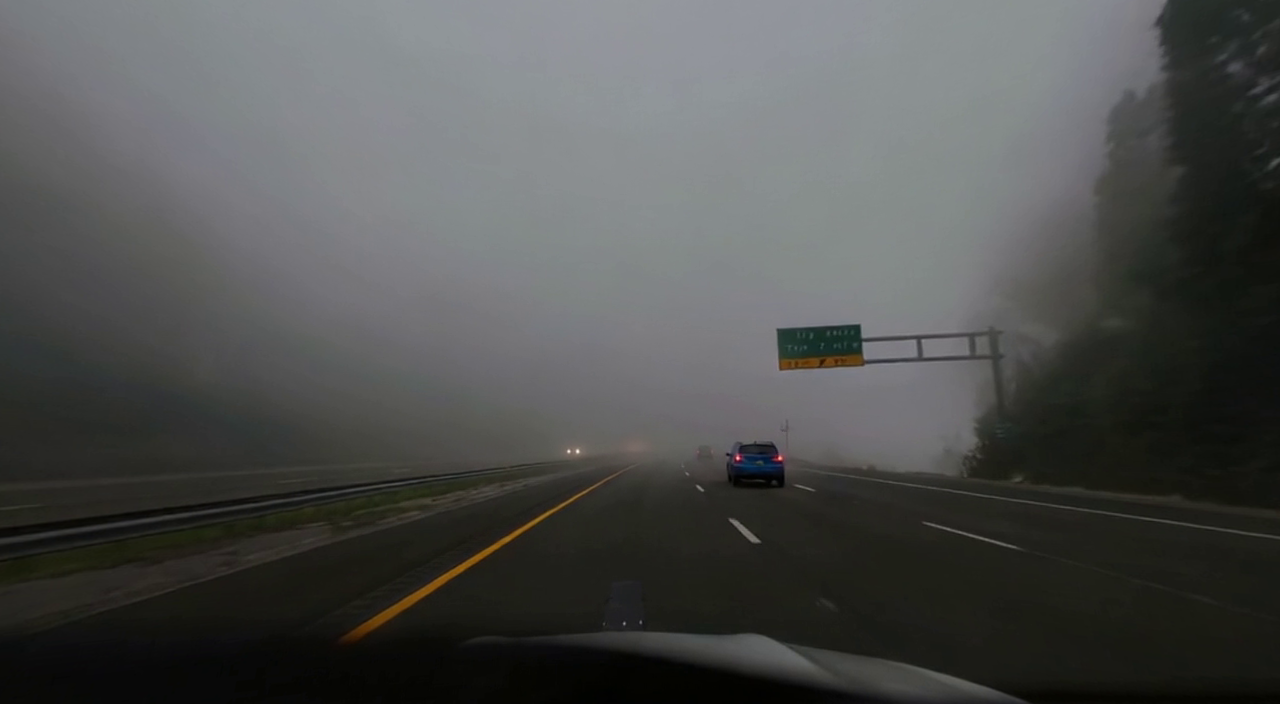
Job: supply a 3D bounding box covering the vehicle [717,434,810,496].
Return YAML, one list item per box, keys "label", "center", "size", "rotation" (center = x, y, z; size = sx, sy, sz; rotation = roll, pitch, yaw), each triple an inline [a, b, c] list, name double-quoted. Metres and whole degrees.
- label: "vehicle"
  center: [3.721, 3.492, 19.886]
  size: [2.143, 1.730, 4.303]
  rotation: [0, -8, 1]
